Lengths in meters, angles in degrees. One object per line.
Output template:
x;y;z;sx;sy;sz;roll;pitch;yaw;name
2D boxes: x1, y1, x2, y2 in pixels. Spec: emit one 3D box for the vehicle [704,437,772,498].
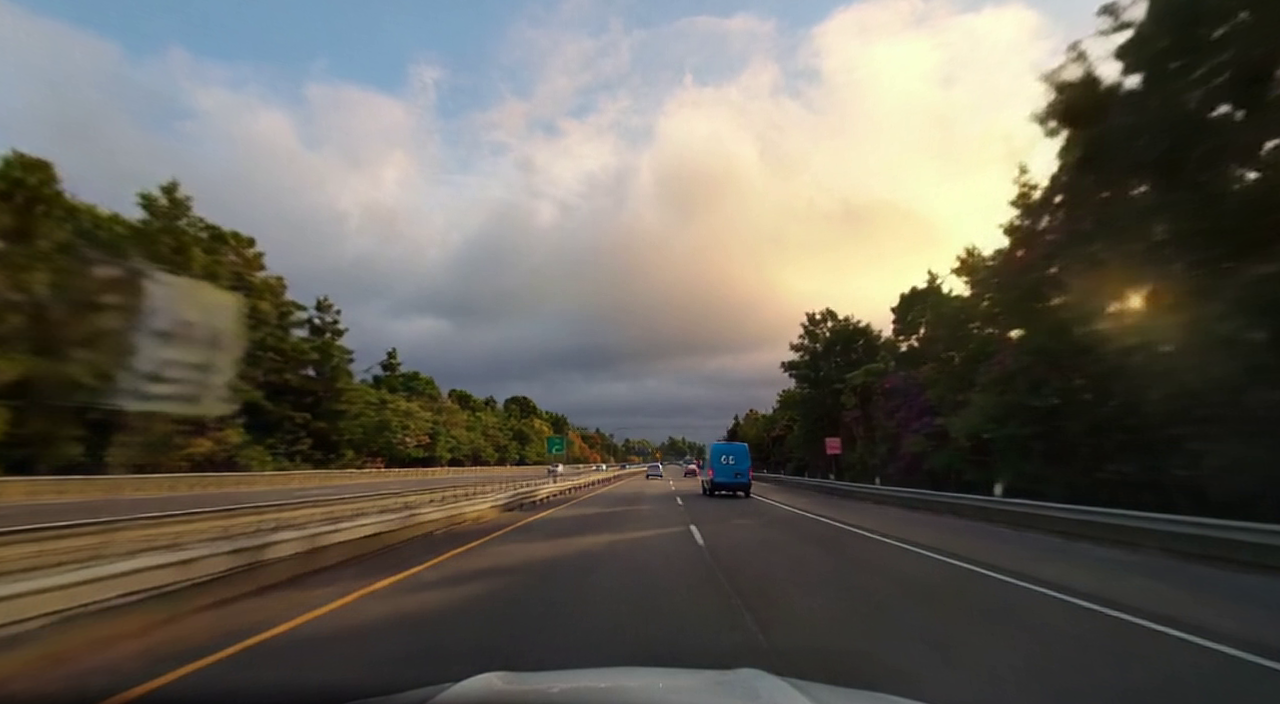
4.554;5.547;30.230;2.366;2.595;5.793;1;-11;1;vehicle
